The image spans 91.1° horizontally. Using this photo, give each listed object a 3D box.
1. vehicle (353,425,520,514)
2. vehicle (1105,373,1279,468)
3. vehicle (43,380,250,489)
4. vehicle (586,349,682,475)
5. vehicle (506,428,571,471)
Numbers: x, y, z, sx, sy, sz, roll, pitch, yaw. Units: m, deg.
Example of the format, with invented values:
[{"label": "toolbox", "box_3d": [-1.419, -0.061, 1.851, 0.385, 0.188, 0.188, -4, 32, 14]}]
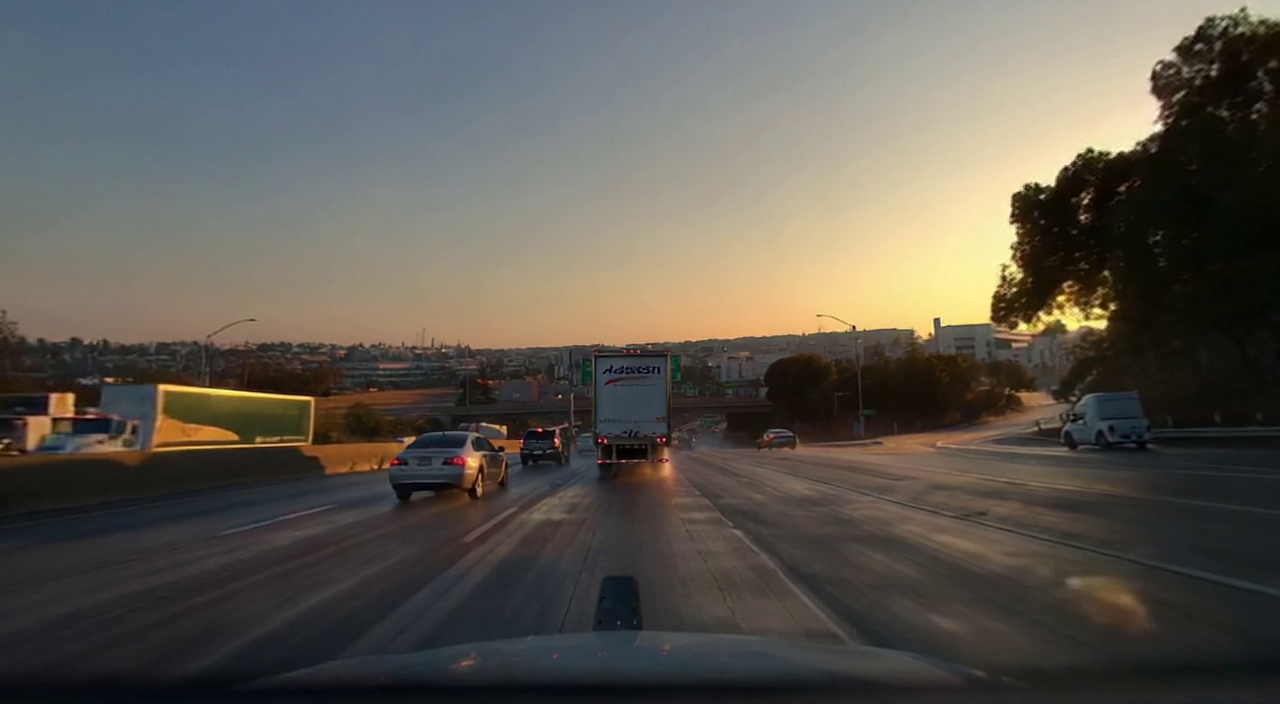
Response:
[{"label": "vehicle", "box_3d": [-3.888, 2.298, 12.933, 1.964, 1.507, 4.361, 0, -8, 0]}, {"label": "vehicle", "box_3d": [18.836, 2.349, 20.980, 2.432, 2.753, 5.388, 0, -8, 0]}, {"label": "vehicle", "box_3d": [-19.139, 3.256, 25.027, 3.004, 3.780, 6.115, -1, -7, 2]}, {"label": "vehicle", "box_3d": [-0.316, 2.708, 26.450, 3.171, 4.204, 11.036, 0, -8, -1]}, {"label": "vehicle", "box_3d": [-4.003, 3.908, 25.435, 1.946, 1.599, 4.073, 0, -8, 0]}]
